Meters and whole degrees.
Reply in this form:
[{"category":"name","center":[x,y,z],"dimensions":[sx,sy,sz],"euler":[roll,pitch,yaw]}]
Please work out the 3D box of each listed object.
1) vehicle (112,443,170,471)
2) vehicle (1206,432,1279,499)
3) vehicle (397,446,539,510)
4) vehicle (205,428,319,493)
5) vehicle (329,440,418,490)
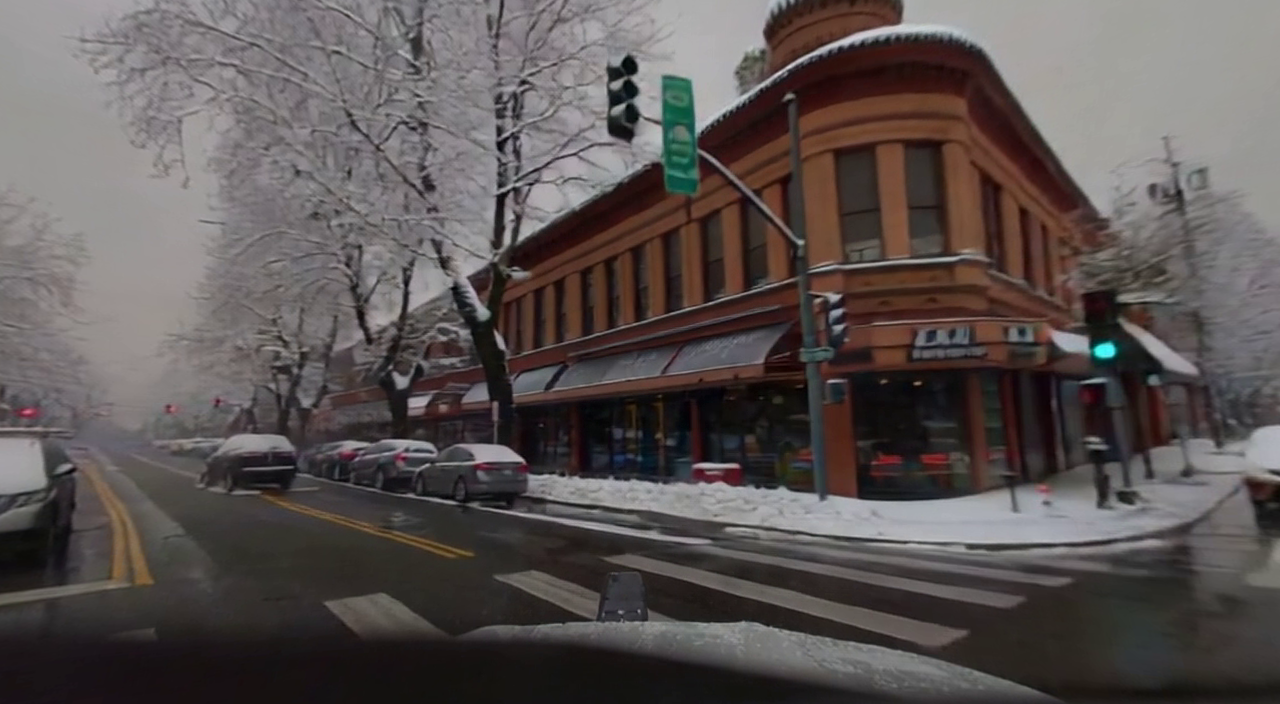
[{"category":"vehicle","center":[-27.385,5.698,34.593],"dimensions":[2.050,1.400,4.666],"euler":[7,-11,-41]},{"category":"vehicle","center":[17.783,3.093,17.576],"dimensions":[4.286,1.596,2.179],"euler":[7,-17,-40]},{"category":"vehicle","center":[-5.040,3.472,18.080],"dimensions":[2.059,1.550,4.703],"euler":[7,-11,-40]},{"category":"vehicle","center":[-12.816,3.590,21.300],"dimensions":[2.440,1.882,4.611],"euler":[7,-11,-40]},{"category":"vehicle","center":[-10.220,4.242,24.073],"dimensions":[1.882,1.704,4.055],"euler":[7,-11,-41]}]
